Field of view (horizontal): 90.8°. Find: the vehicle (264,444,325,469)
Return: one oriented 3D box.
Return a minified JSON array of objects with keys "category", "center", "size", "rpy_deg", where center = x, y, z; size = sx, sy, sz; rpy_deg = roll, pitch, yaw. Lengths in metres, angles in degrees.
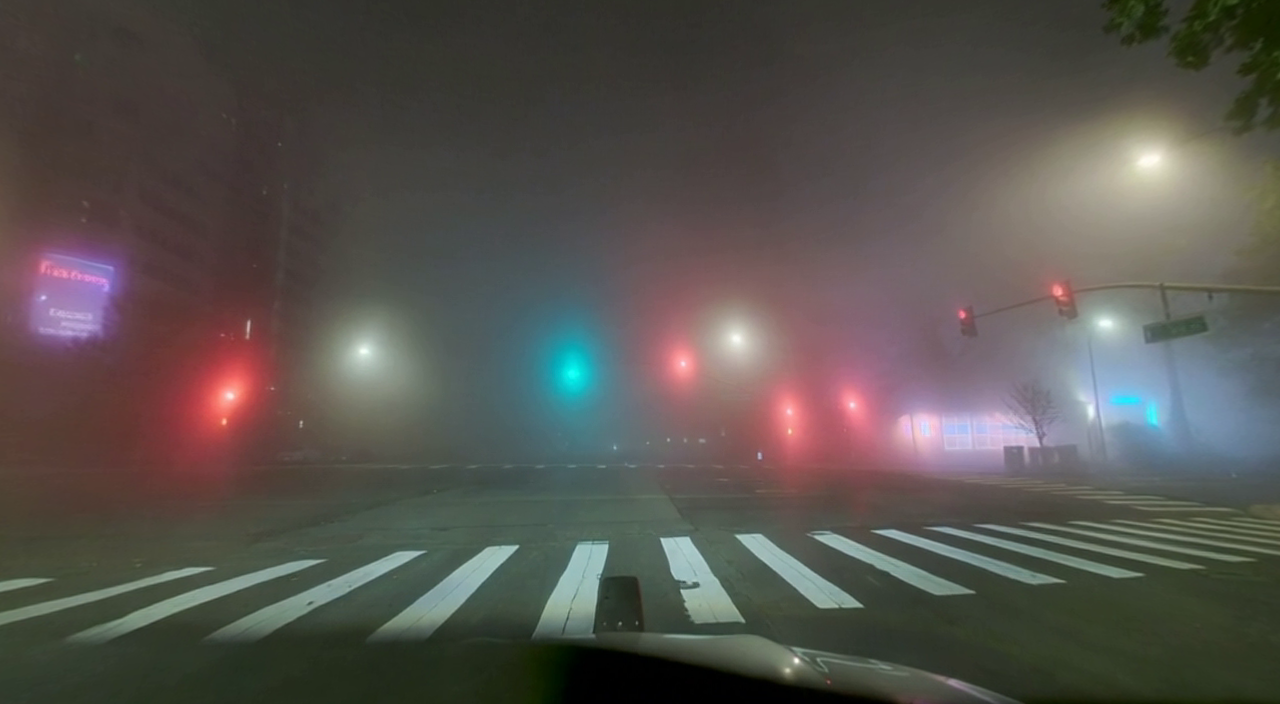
[{"category":"vehicle","center":[-21.860,6.595,40.151],"size":[2.005,1.496,4.020],"rpy_deg":[1,-9,-6]}]

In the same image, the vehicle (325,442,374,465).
[{"category":"vehicle","center":[-22.441,7.856,49.007],"size":[2.023,1.706,4.756],"rpy_deg":[1,-9,-6]}]
